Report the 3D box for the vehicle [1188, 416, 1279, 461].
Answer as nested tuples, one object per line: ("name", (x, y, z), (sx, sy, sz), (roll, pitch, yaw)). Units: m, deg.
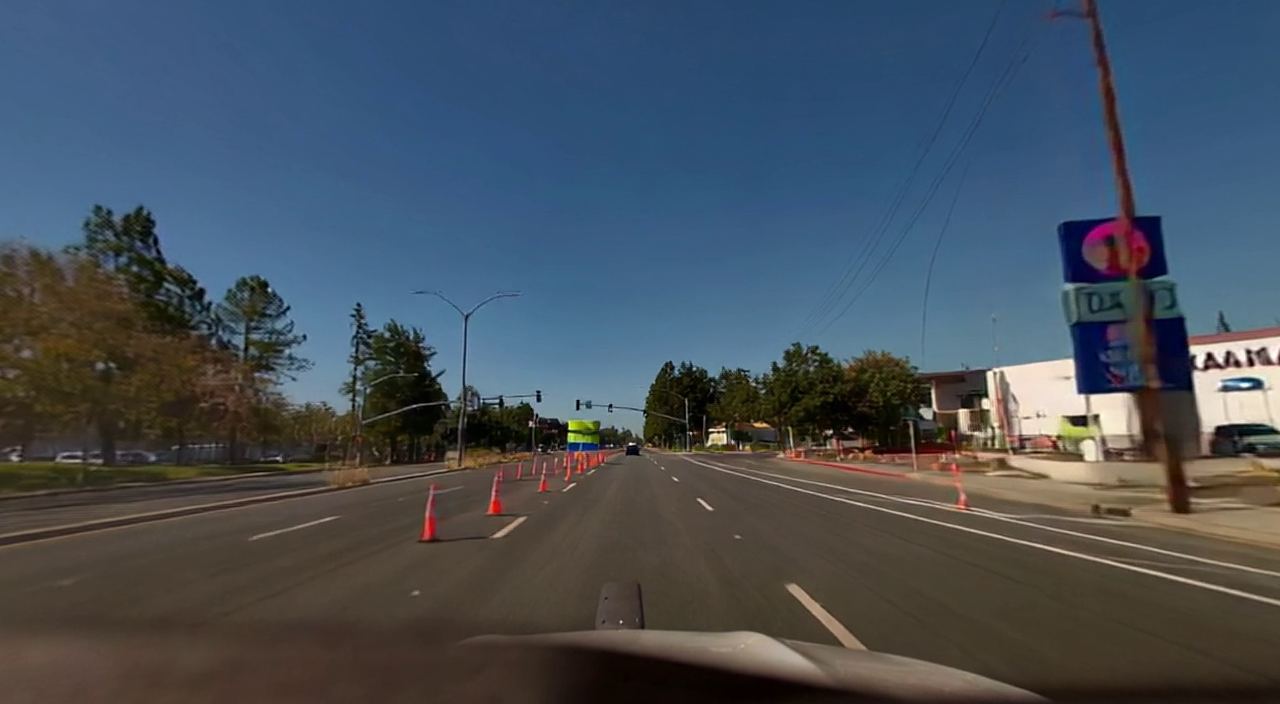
("vehicle", (20.909, 2.885, 21.093), (3.526, 1.430, 1.698), (0, -9, 1))
